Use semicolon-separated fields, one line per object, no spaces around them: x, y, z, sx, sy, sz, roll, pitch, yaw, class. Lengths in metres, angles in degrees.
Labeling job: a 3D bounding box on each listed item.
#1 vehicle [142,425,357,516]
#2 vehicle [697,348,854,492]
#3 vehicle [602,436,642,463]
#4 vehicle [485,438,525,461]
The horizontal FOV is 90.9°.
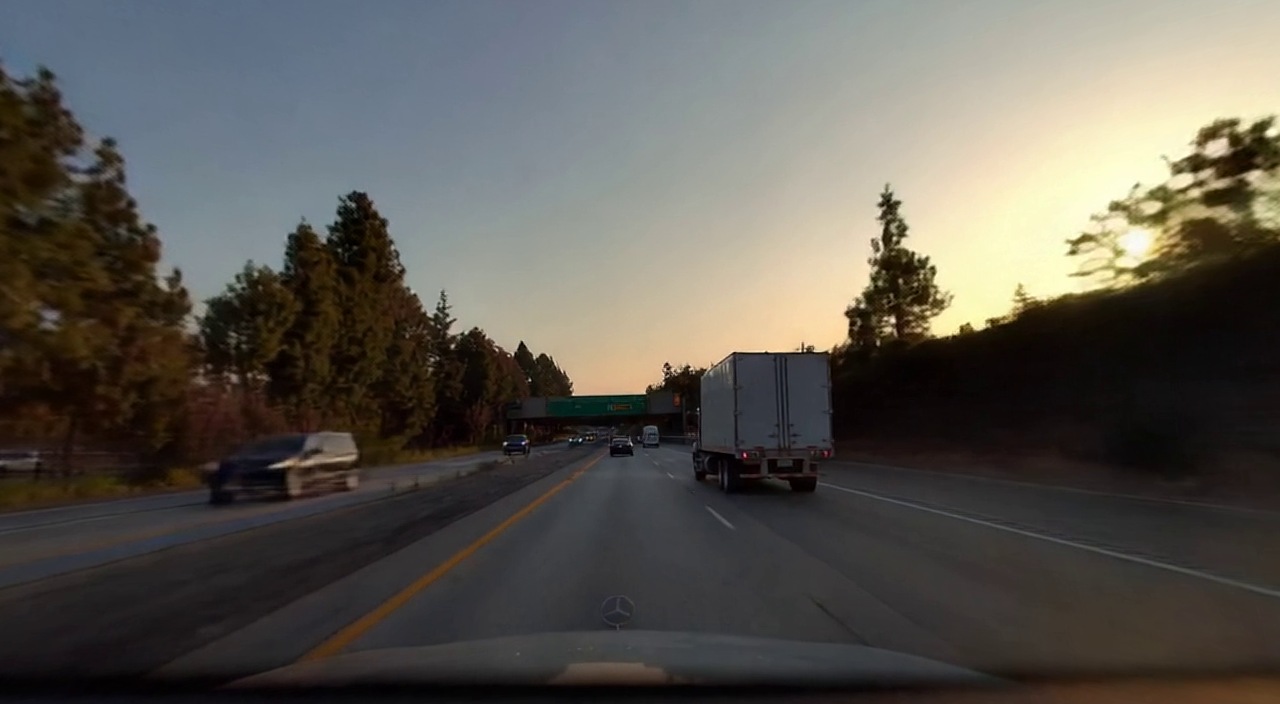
-8.765;2.655;14.824;2.035;1.768;4.740;0;-8;-1;vehicle
3.695;2.198;19.644;2.921;3.526;8.207;0;-8;-1;vehicle
-1.024;5.734;37.244;2.259;1.466;3.693;0;-8;-1;vehicle
-10.163;7.355;47.832;1.990;1.588;4.607;0;-8;0;vehicle
